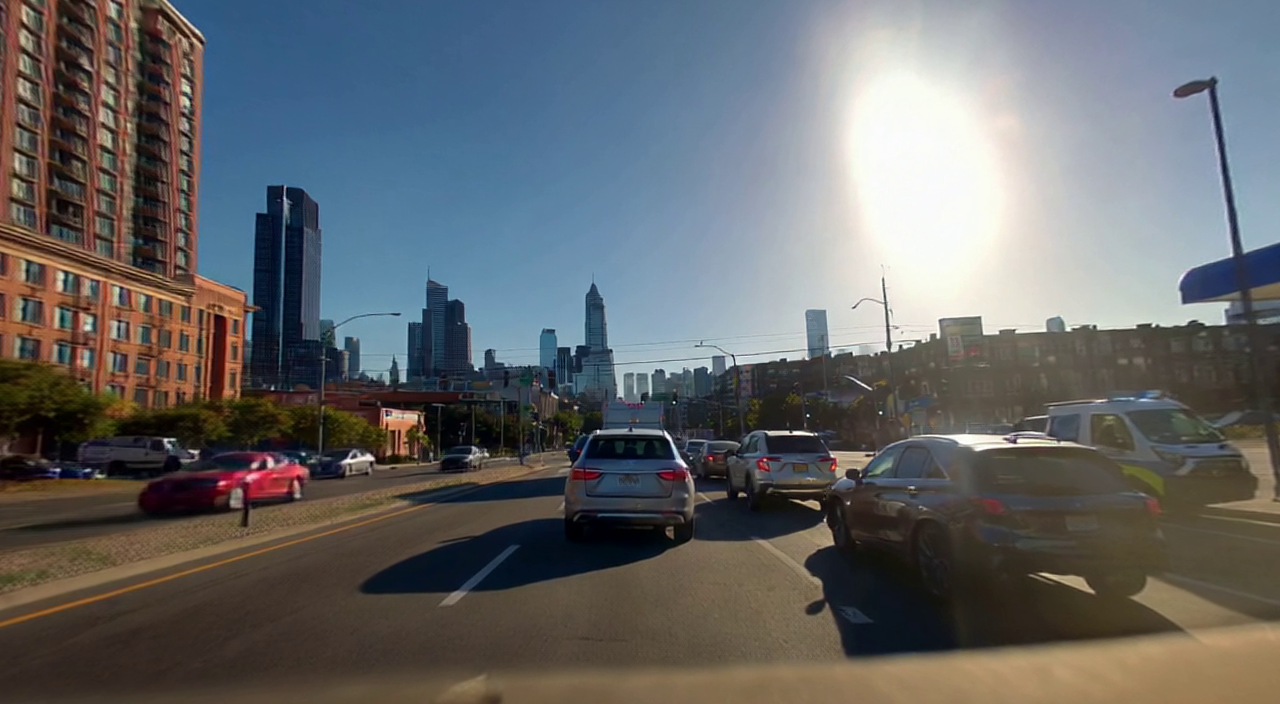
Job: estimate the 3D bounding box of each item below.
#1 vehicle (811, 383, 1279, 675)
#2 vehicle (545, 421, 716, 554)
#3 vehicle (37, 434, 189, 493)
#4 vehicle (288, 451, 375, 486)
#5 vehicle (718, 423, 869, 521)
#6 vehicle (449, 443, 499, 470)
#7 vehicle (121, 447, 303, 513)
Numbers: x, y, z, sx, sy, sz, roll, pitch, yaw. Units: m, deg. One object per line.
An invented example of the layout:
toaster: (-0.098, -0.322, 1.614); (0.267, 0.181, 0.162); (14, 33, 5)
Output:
vehicle: (3.361, 1.364, 6.010); (2.056, 1.700, 4.399); (0, -9, -3)
vehicle: (-0.167, 1.953, 9.739); (2.106, 1.613, 3.697); (0, -9, -1)
vehicle: (-26.955, 5.707, 32.747); (2.571, 2.711, 6.027); (0, -9, 0)
vehicle: (-14.497, 5.453, 30.006); (1.883, 1.479, 4.471); (0, -9, -1)
vehicle: (2.918, 2.391, 13.059); (1.995, 1.677, 4.106); (0, -9, -1)
vehicle: (-11.117, 7.014, 42.685); (2.055, 1.663, 4.637); (0, -9, 0)
vehicle: (-11.347, 3.371, 17.207); (1.955, 1.546, 4.232); (0, -9, 0)
